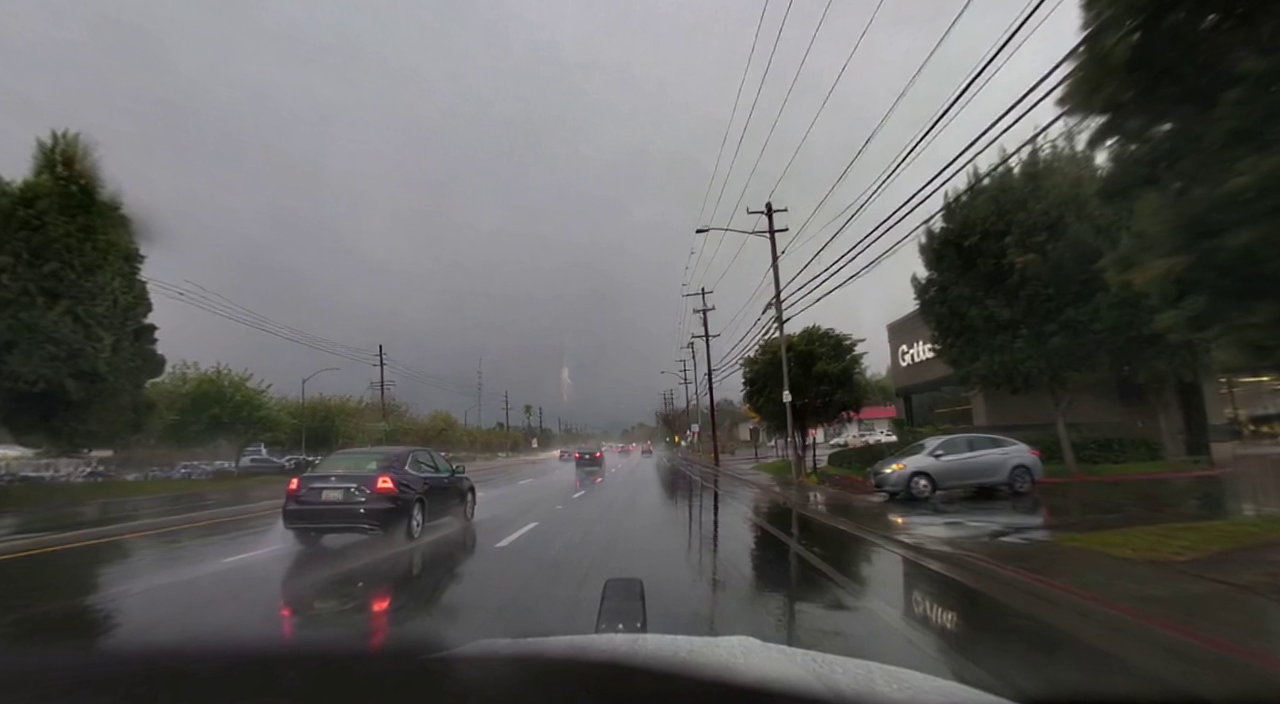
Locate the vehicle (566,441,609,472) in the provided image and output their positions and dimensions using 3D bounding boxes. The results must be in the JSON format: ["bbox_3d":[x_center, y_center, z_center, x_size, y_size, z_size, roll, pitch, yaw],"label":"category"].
[{"bbox_3d":[-3.133,6.346,38.428,2.087,1.736,4.311,0,-9,2],"label":"vehicle"}]

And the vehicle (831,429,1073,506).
[{"bbox_3d":[6.893,2.593,14.315,4.465,1.566,1.923,0,-9,-1],"label":"vehicle"}]

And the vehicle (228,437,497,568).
[{"bbox_3d":[-3.681,2.059,9.454,1.942,1.469,4.426,0,-9,1],"label":"vehicle"}]
